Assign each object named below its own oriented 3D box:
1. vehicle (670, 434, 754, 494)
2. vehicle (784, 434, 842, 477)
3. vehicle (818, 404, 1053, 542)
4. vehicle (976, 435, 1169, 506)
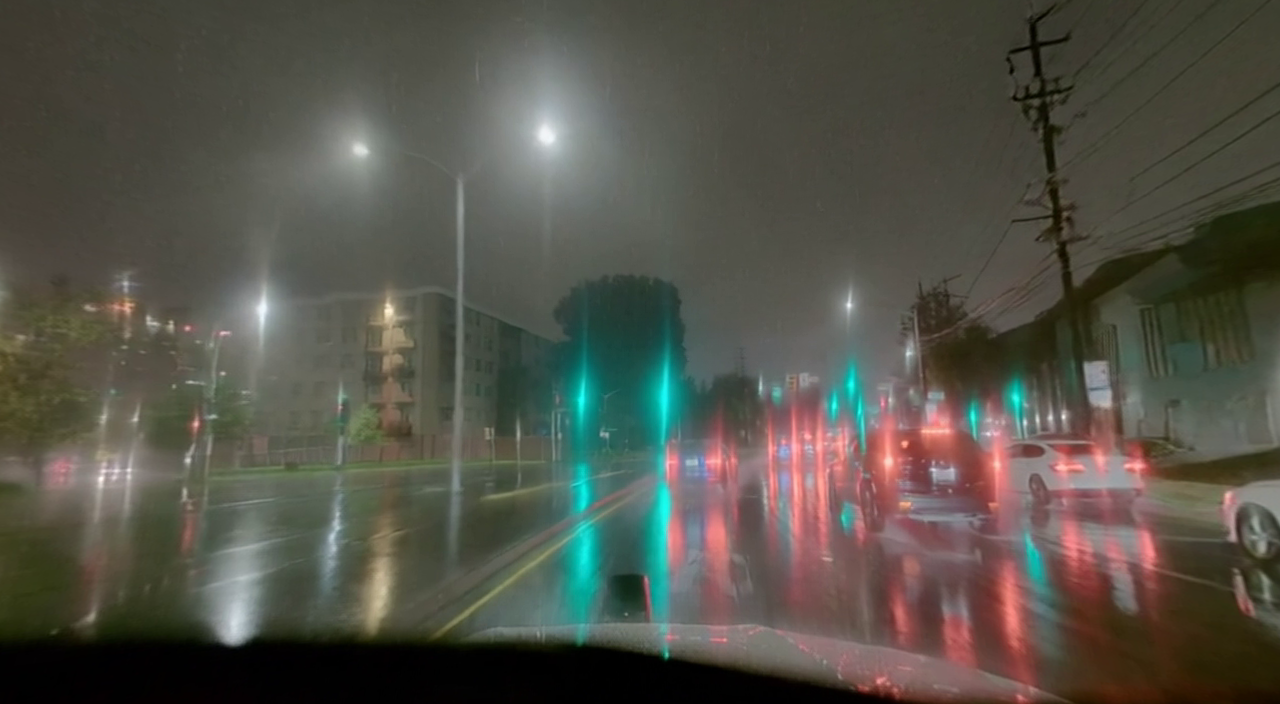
[{"bbox_3d":[2.179,3.232,18.529,2.168,1.527,4.174,-1,-9,8],"label":"vehicle"},{"bbox_3d":[7.036,4.227,25.967,1.896,1.612,4.203,-2,-9,10],"label":"vehicle"},{"bbox_3d":[4.630,1.980,10.907,2.119,1.810,4.848,-1,-9,6],"label":"vehicle"},{"bbox_3d":[10.204,2.808,15.410,1.882,1.463,4.543,-1,-9,6],"label":"vehicle"}]
